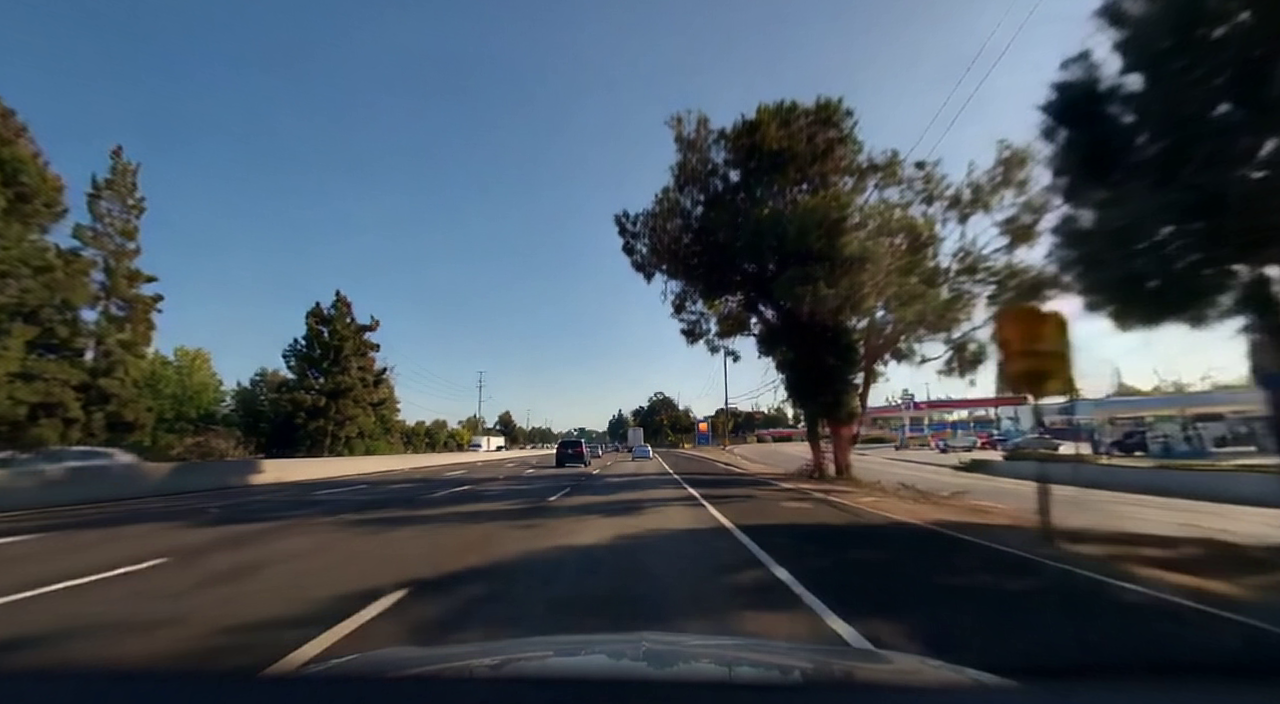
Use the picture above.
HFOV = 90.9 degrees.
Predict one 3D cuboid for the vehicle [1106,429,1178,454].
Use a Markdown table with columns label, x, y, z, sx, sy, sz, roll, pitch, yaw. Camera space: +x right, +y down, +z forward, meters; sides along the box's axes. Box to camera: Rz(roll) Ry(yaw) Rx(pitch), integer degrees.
| label | x | y | z | sx | sy | sz | roll | pitch | yaw |
| --- | --- | --- | --- | --- | --- | --- | --- | --- | --- |
| vehicle | 30.584 | 5.456 | 38.382 | 4.664 | 1.408 | 1.774 | 5 | -10 | -30 |

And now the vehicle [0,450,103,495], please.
| label | x | y | z | sx | sy | sz | roll | pitch | yaw |
| --- | --- | --- | --- | --- | --- | --- | --- | --- | --- |
| vehicle | -24.644 | 4.786 | 25.508 | 1.850 | 1.618 | 4.548 | 0 | -9 | -1 |

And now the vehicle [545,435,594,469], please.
| label | x | y | z | sx | sy | sz | roll | pitch | yaw |
| --- | --- | --- | --- | --- | --- | --- | --- | --- | --- |
| vehicle | -4.059 | 5.878 | 37.163 | 2.273 | 1.884 | 4.515 | 0 | -9 | 1 |

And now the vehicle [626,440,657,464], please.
| label | x | y | z | sx | sy | sz | roll | pitch | yaw |
| --- | --- | --- | --- | --- | --- | --- | --- | --- | --- |
| vehicle | 0.067 | 6.908 | 43.712 | 1.982 | 1.524 | 3.800 | 0 | -9 | -2 |
